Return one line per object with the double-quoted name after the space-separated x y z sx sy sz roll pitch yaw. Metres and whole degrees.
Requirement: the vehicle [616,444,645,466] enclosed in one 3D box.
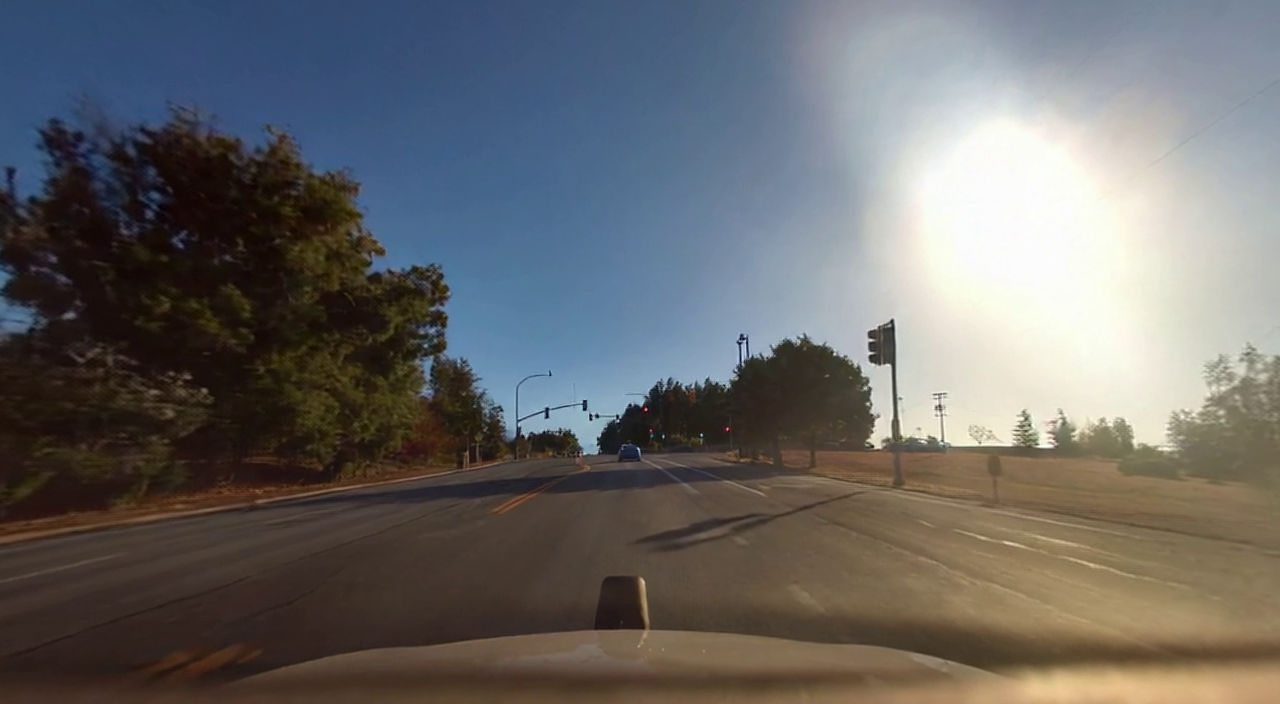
-0.738 7.624 46.946 2.042 1.489 3.963 0 -9 -1 "vehicle"
